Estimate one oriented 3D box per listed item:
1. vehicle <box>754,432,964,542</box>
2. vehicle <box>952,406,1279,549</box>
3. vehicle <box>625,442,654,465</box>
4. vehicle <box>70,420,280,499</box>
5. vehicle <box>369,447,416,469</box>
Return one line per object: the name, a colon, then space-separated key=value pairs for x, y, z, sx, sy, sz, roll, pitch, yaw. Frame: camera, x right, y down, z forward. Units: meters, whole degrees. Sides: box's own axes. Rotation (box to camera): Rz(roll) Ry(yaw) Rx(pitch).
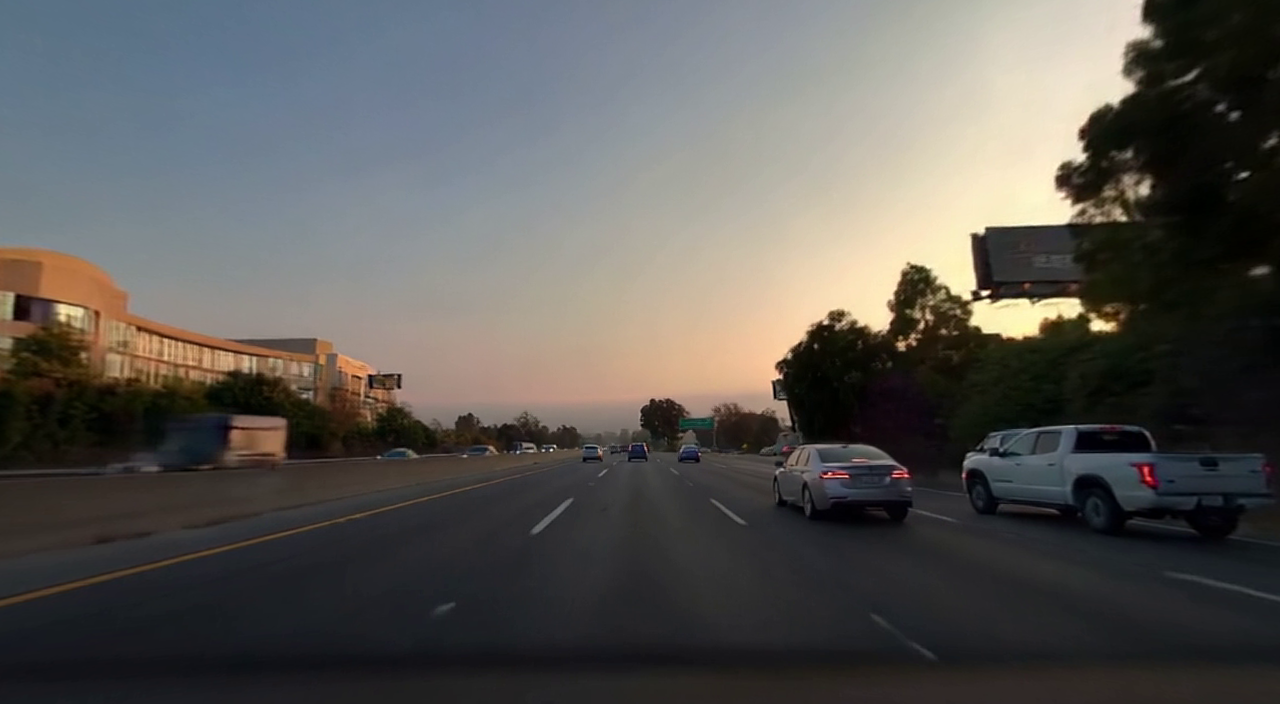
vehicle: x=3.472 y=2.225 z=11.111 sx=1.987 sy=1.509 sz=4.512 roll=0 pitch=-9 yaw=-1
vehicle: x=7.542 y=1.955 z=10.469 sx=2.176 sy=1.793 sz=4.841 roll=0 pitch=-9 yaw=-1
vehicle: x=-0.103 y=7.896 z=49.107 sx=2.191 sy=1.685 sz=4.015 roll=0 pitch=-9 yaw=-1
vehicle: x=-14.499 y=3.406 z=20.362 sx=2.438 sy=2.164 sz=5.666 roll=0 pitch=-9 yaw=0
vehicle: x=-18.136 y=7.770 z=46.506 sx=1.835 sy=1.592 sz=4.076 roll=0 pitch=-9 yaw=0
